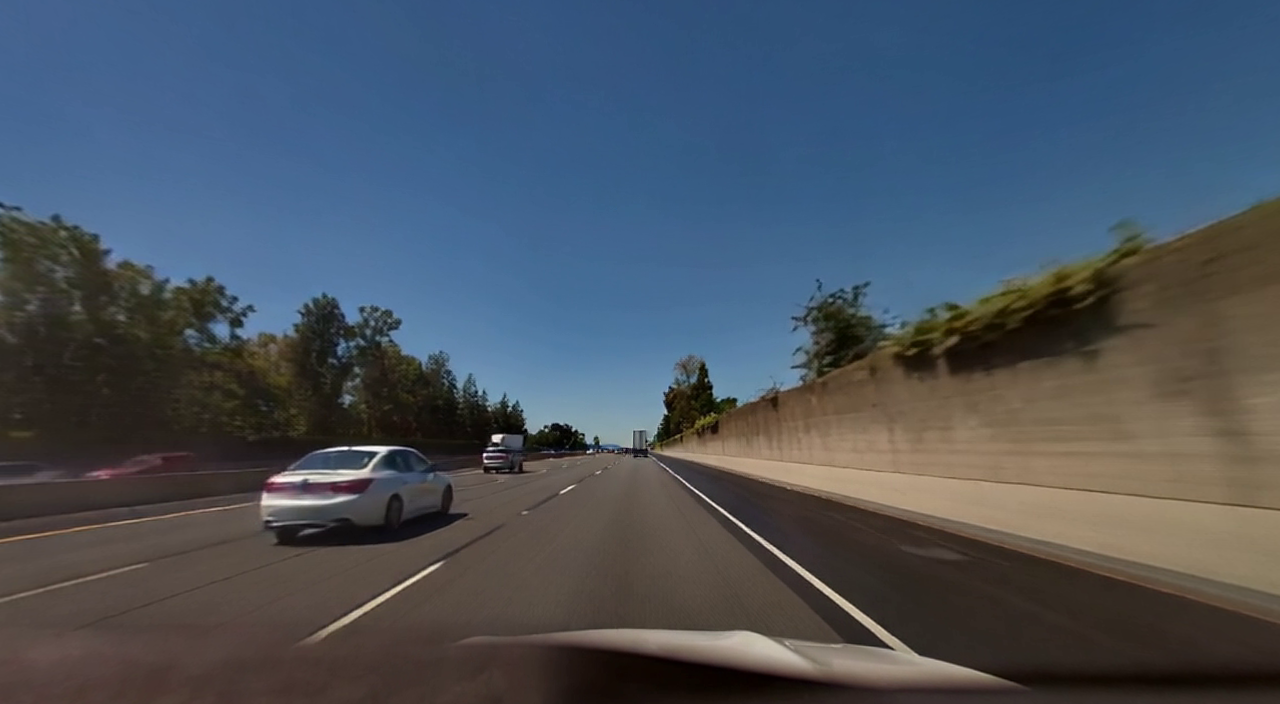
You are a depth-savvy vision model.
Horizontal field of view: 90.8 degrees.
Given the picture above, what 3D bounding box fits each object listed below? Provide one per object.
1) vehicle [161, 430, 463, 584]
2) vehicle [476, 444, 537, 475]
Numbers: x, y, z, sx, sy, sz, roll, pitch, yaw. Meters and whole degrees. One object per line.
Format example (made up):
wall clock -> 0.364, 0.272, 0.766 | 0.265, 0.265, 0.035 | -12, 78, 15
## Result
vehicle -> -3.840, 1.850, 8.284 | 1.893, 1.521, 3.742 | 0, -9, 1
vehicle -> -7.297, 5.927, 34.982 | 2.179, 1.577, 5.070 | 0, -9, 1
